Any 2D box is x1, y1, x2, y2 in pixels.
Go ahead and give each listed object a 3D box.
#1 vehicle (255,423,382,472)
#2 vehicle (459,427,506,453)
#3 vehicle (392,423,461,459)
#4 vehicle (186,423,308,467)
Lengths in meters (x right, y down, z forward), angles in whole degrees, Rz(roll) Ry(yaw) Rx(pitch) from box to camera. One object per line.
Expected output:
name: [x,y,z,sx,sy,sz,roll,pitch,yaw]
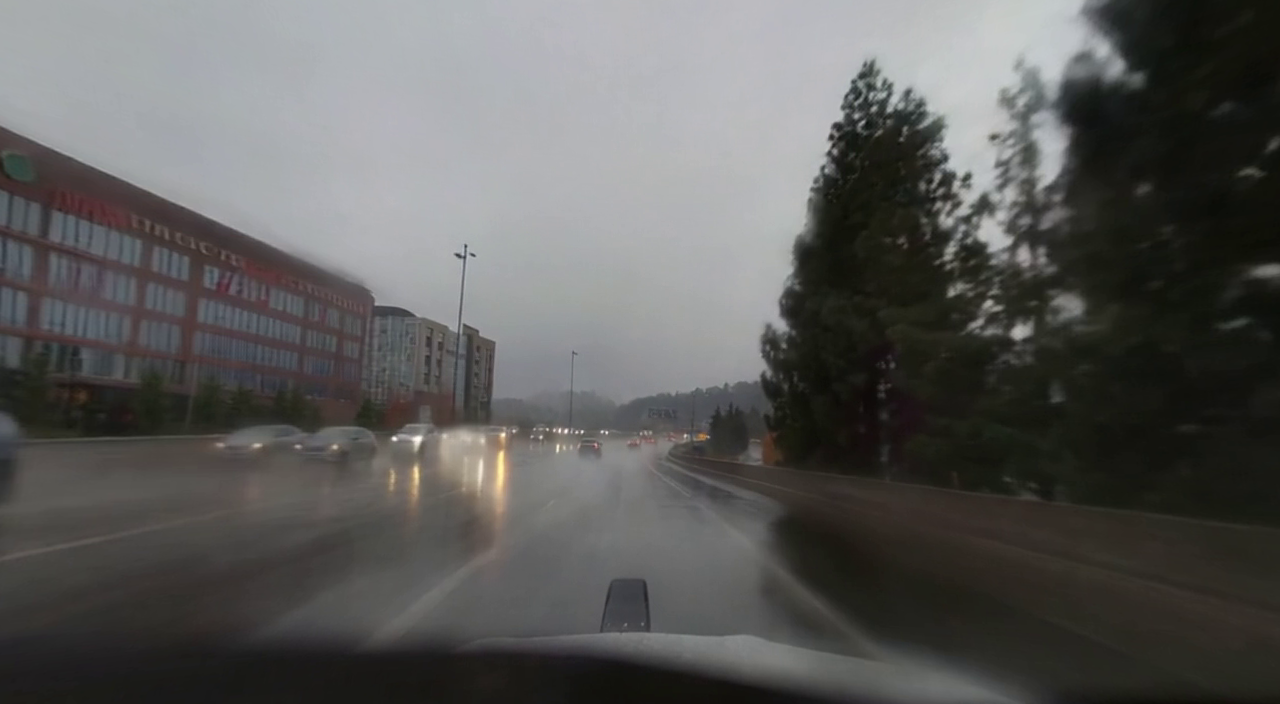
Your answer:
vehicle: [-10.872,3.292,21.769,1.953,1.520,4.549,0,-9,0]
vehicle: [-10.644,6.004,42.887,2.016,1.607,4.491,0,-9,1]
vehicle: [-10.819,4.585,32.317,2.033,1.662,4.394,0,-9,0]
vehicle: [-14.720,3.537,23.955,1.906,1.506,4.269,0,-8,0]
